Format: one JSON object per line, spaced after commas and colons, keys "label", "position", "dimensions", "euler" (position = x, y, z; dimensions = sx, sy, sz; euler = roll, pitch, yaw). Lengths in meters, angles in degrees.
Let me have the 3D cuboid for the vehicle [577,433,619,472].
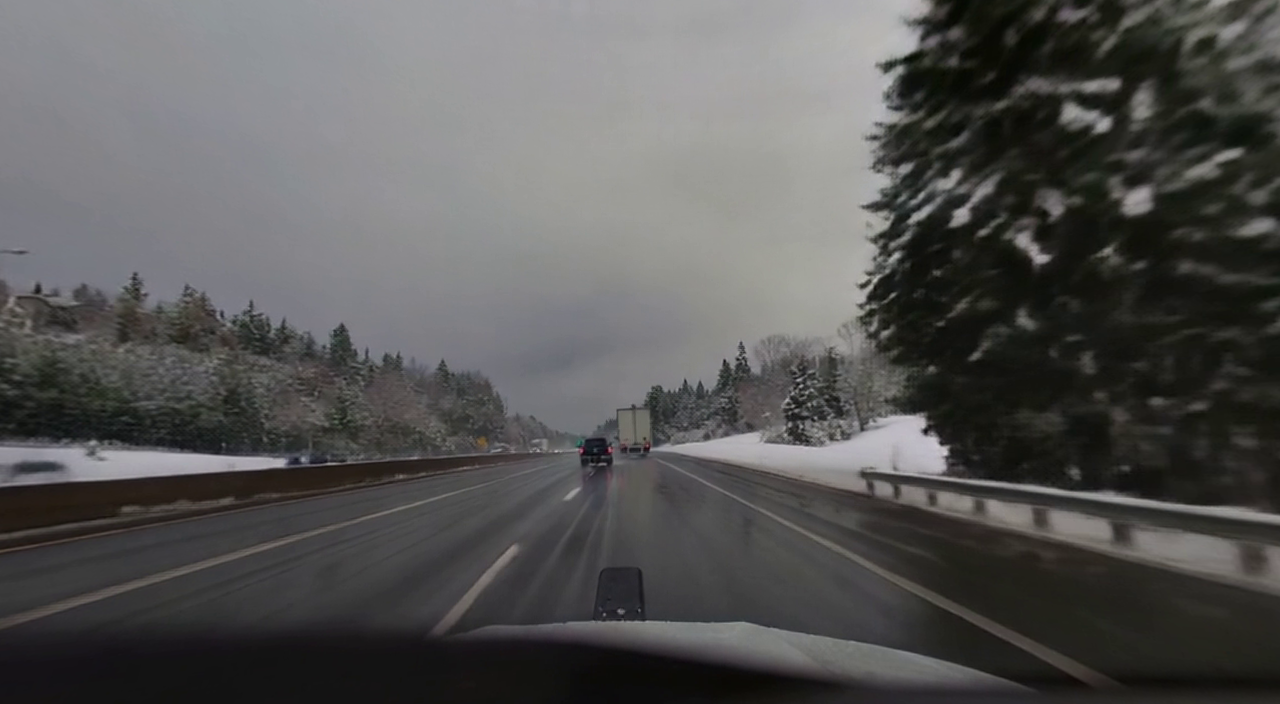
{"label": "vehicle", "position": [-2.332, 5.466, 34.350], "dimensions": [2.139, 1.925, 4.312], "euler": [0, -9, -5]}
